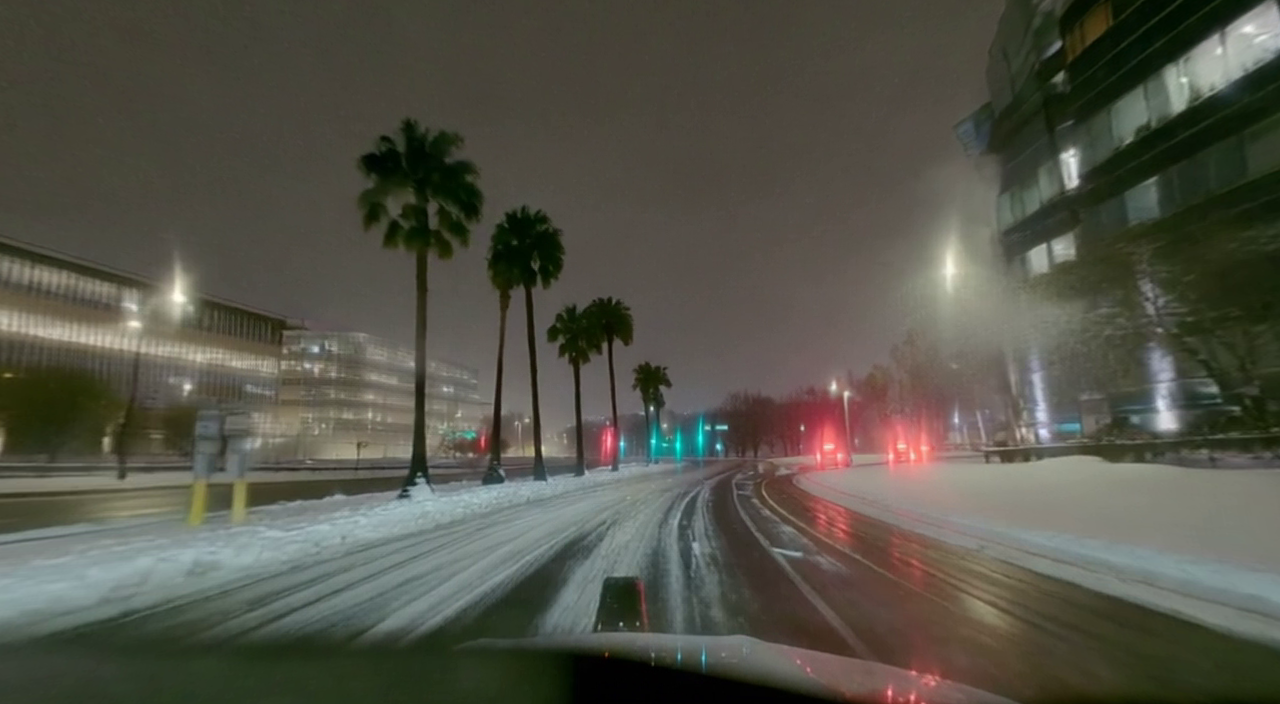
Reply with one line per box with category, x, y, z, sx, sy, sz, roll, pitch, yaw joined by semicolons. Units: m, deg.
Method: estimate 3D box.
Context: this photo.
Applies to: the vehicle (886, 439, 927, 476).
vehicle;18.010;7.168;42.664;2.219;2.342;1.744;-1;-11;13
